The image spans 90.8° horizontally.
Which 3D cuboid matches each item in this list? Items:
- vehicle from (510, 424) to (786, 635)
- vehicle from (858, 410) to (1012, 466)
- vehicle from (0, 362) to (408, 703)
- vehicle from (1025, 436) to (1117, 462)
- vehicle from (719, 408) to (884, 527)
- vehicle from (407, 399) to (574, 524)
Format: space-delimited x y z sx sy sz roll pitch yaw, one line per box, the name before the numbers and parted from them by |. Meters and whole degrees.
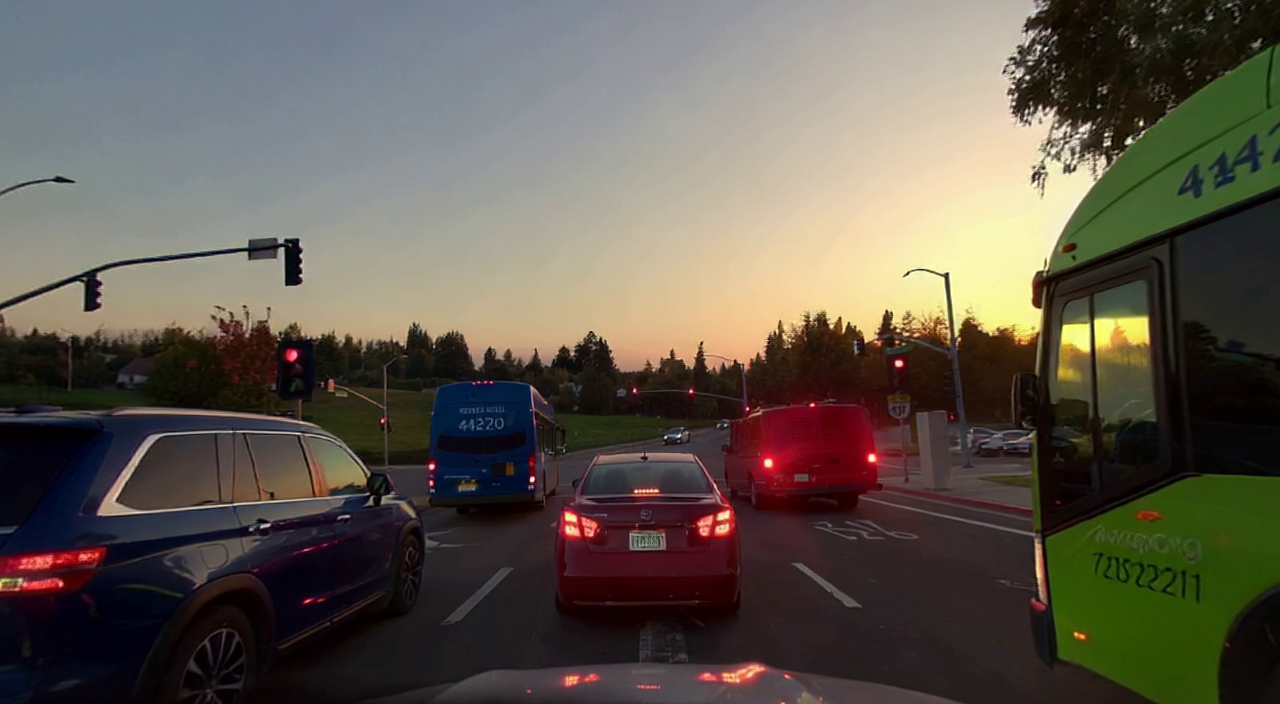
vehicle | 0.048 1.547 6.415 1.976 1.485 3.624 0 -8 0
vehicle | 17.571 5.143 37.929 7.839 3.213 2.628 0 -9 -3
vehicle | -3.419 1.179 4.631 1.921 1.701 3.989 0 -8 -1
vehicle | 25.873 5.834 37.996 4.229 1.489 1.794 0 -8 -1
vehicle | 3.130 2.403 13.682 2.143 2.036 5.367 0 -8 0
vehicle | -2.952 2.351 13.962 2.335 2.221 5.165 0 -8 1
